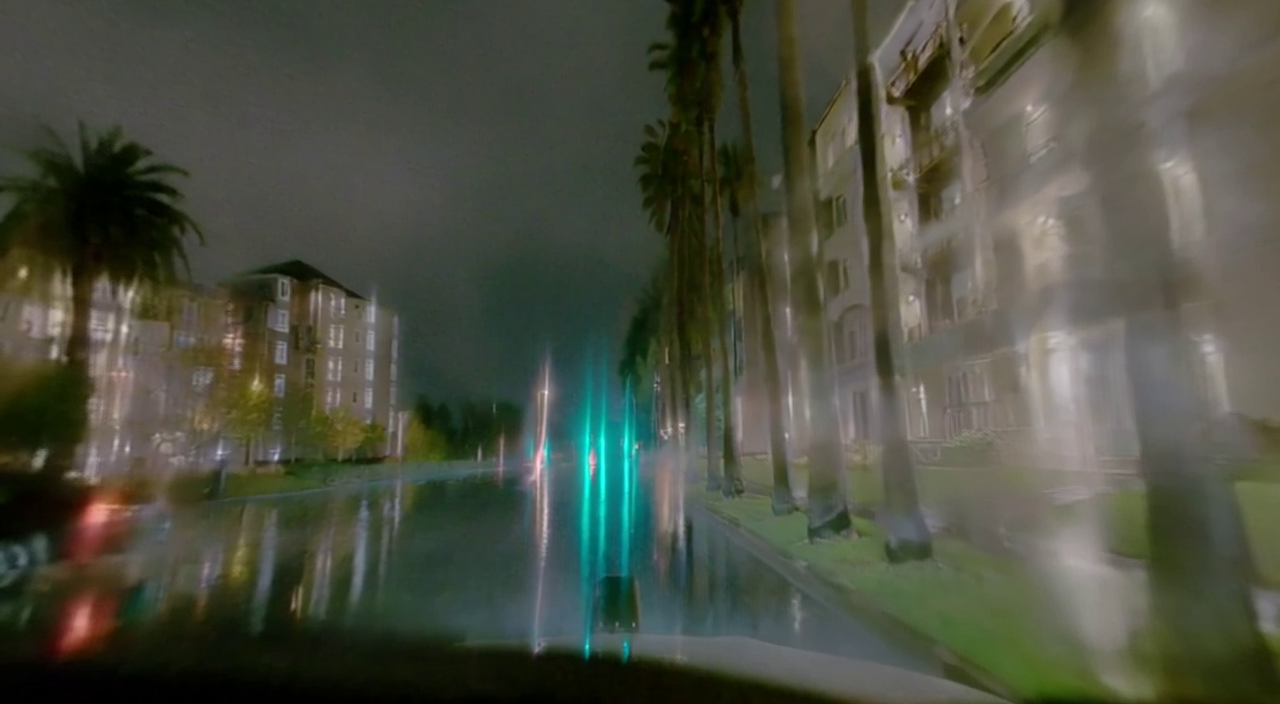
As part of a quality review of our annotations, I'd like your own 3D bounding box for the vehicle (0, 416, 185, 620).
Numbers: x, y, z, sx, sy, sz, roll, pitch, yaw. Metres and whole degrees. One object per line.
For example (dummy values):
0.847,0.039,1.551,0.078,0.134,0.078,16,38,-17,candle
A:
-7.161,1.470,5.534,4.803,1.520,1.894,-2,-7,-6,vehicle
